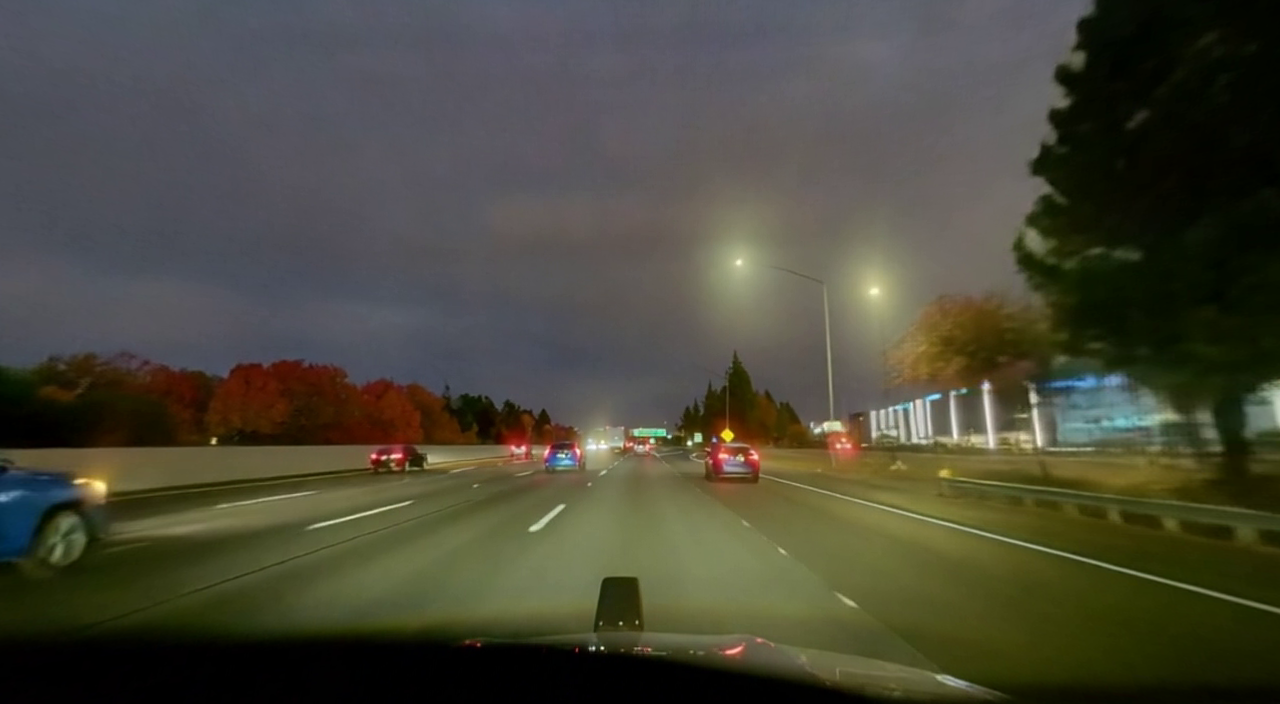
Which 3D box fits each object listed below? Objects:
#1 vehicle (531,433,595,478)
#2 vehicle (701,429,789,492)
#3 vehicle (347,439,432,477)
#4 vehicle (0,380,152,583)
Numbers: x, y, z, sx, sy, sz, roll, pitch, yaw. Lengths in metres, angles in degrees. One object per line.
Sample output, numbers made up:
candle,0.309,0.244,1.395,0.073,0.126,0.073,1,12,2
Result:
vehicle,-3.191,4.395,27.011,2.111,1.742,4.315,0,-9,1
vehicle,3.213,3.431,20.192,2.101,1.742,4.495,1,-9,1
vehicle,-10.918,4.644,27.770,1.919,1.509,4.265,1,-9,1
vehicle,-7.061,1.034,4.818,2.314,1.842,5.279,1,-9,1
